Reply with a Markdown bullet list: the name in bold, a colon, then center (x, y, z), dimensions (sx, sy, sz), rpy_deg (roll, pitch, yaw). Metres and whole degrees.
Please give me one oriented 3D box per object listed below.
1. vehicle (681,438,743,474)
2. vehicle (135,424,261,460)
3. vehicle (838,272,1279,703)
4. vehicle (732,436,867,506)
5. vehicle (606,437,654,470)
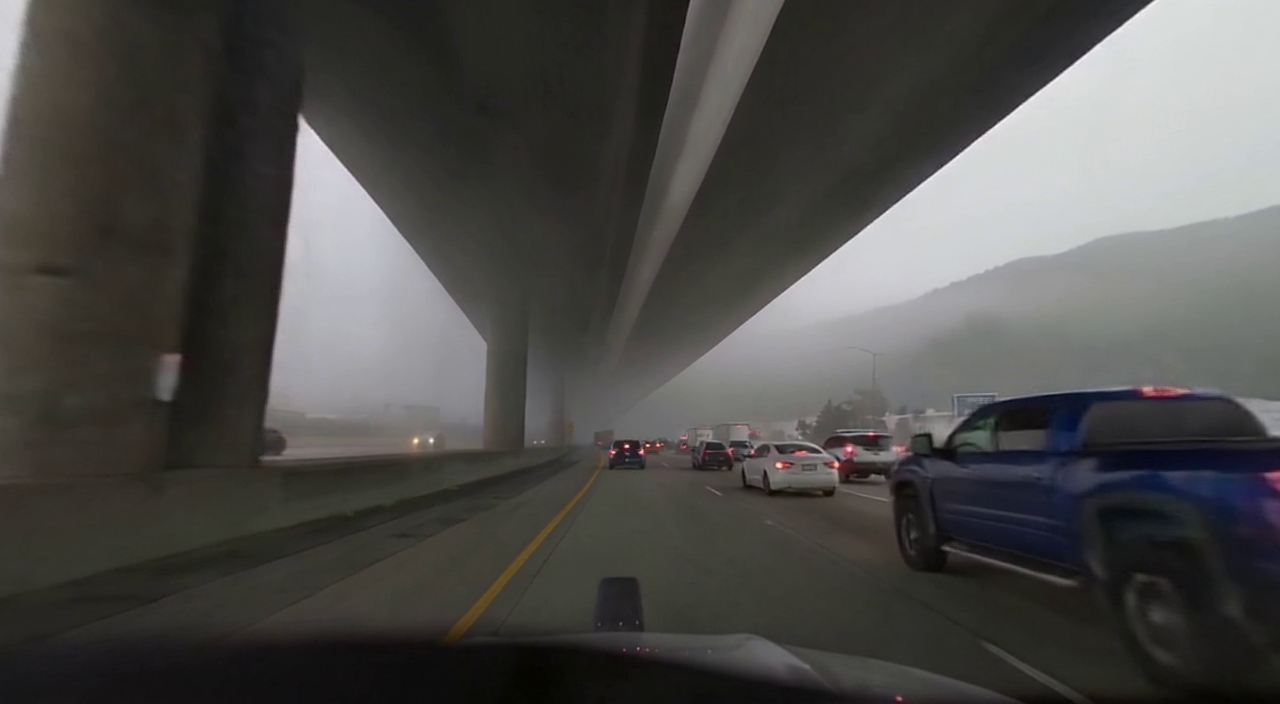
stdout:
- **vehicle**: center (3.217, 4.749, 29.059), dimensions (2.057, 1.517, 4.538), rpy_deg (0, -8, -4)
- **vehicle**: center (-19.291, 3.989, 27.928), dimensions (2.170, 1.464, 4.896), rpy_deg (0, -8, -2)
- **vehicle**: center (4.036, 0.990, 4.638), dimensions (2.747, 2.061, 7.011), rpy_deg (0, -8, -1)
- **vehicle**: center (3.747, 2.885, 15.905), dimensions (1.923, 1.462, 4.895), rpy_deg (0, -8, -3)
- **vehicle**: center (-0.583, 5.130, 32.070), dimensions (2.266, 1.549, 3.978), rpy_deg (0, -8, -3)
